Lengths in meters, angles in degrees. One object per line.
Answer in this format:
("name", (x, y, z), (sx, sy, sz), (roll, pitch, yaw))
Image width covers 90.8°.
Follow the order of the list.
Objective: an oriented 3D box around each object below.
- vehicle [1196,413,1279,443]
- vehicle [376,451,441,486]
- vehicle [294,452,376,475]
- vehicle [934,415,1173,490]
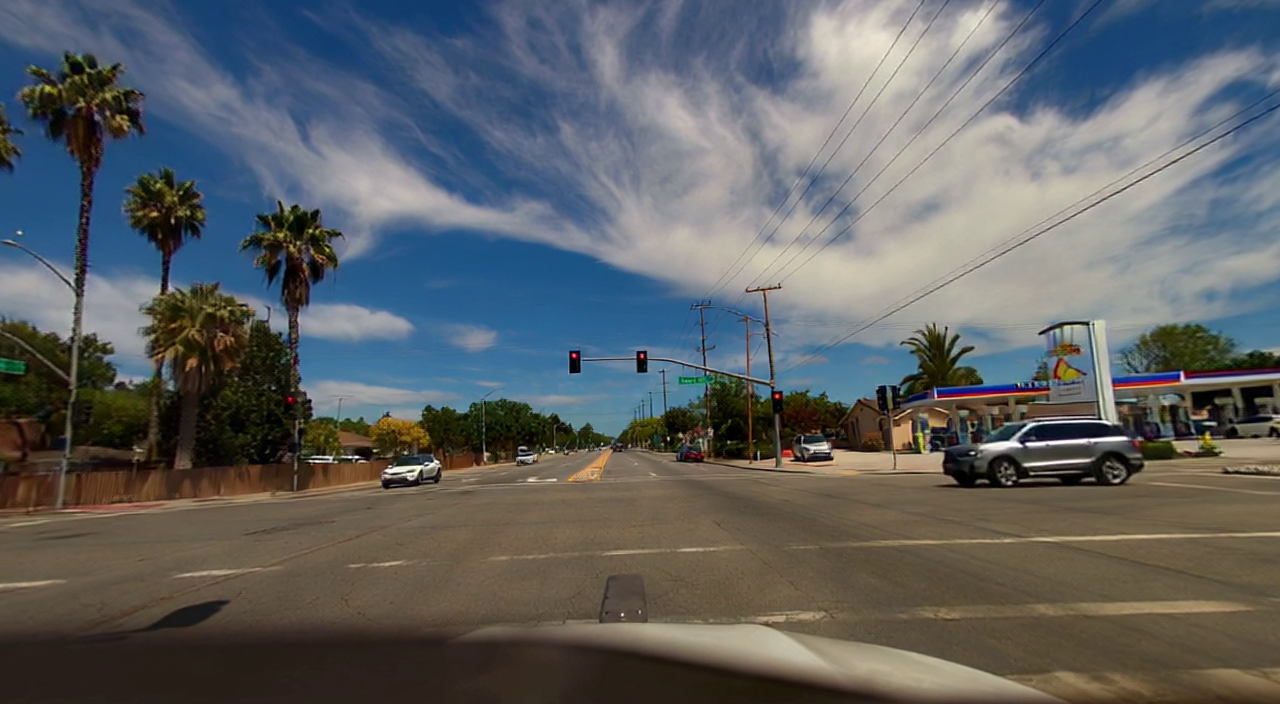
("vehicle", (38.295, 4.795, 39.971), (4.488, 1.447, 1.765), (-5, -8, -1))
("vehicle", (-13.056, 6.554, 35.942), (2.009, 1.777, 4.559), (0, -9, -1))
("vehicle", (-20.952, 7.671, 43.511), (4.672, 1.469, 1.816), (-1, -9, -2))
("vehicle", (10.800, 2.620, 16.721), (5.086, 1.817, 1.952), (1, -9, -7))
